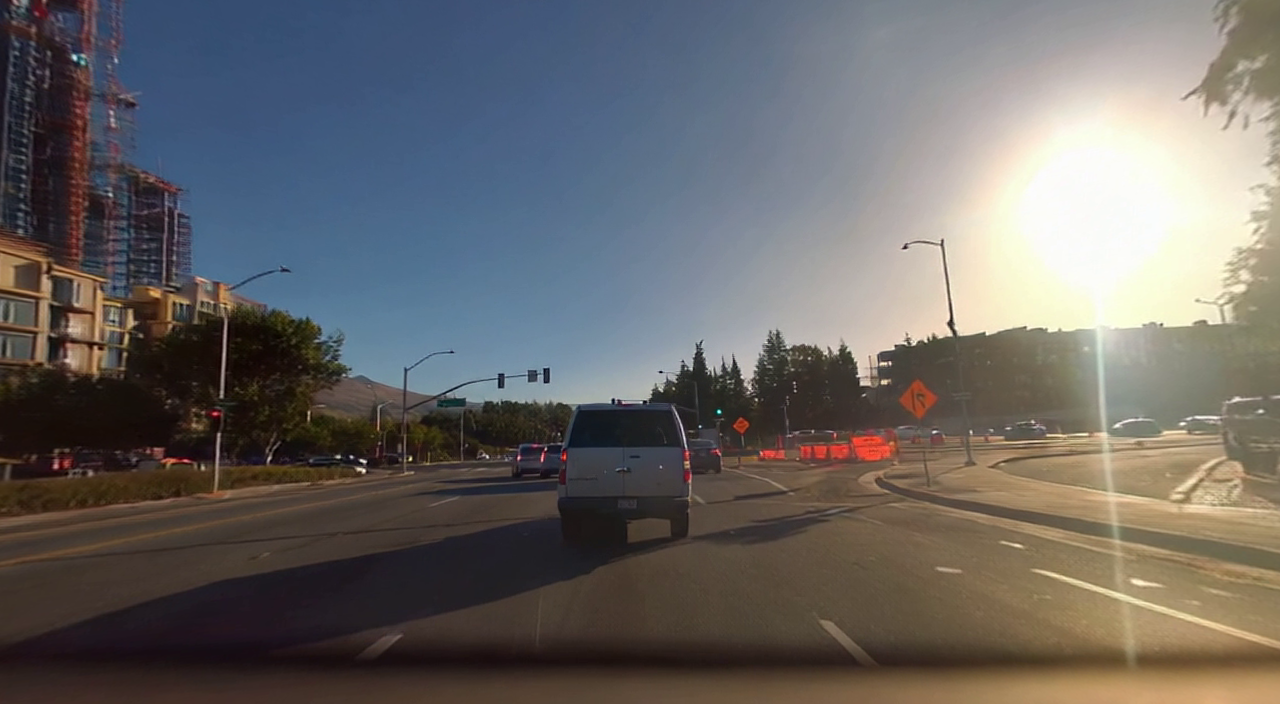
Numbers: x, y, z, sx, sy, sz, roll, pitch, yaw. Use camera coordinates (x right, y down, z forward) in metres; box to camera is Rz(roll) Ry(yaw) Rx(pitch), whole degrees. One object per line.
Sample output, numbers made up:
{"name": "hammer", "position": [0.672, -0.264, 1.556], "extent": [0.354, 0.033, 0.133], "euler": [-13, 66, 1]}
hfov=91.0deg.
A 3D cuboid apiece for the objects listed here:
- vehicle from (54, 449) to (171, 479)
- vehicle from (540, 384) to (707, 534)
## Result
{"name": "vehicle", "position": [-36.084, 7.669, 43.168], "extent": [5.755, 1.945, 2.403], "euler": [0, -8, -1]}
{"name": "vehicle", "position": [-0.388, 1.934, 11.909], "extent": [2.350, 2.122, 5.801], "euler": [0, -8, -3]}
